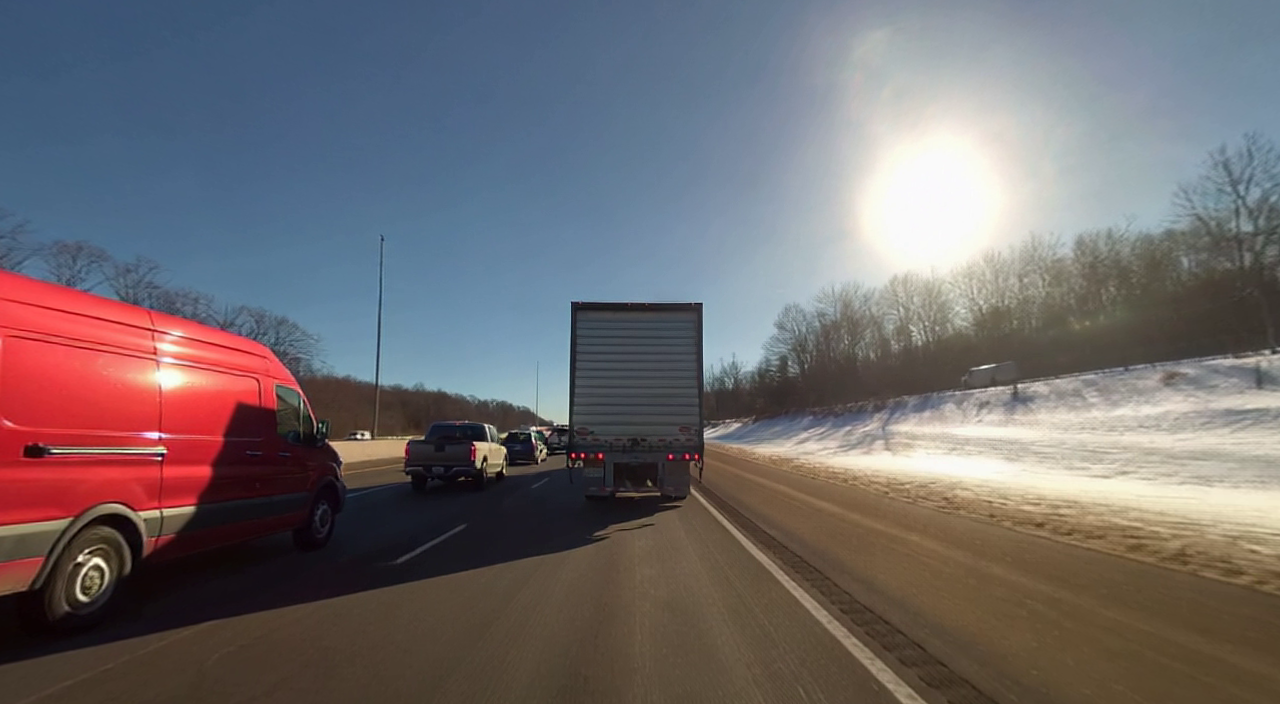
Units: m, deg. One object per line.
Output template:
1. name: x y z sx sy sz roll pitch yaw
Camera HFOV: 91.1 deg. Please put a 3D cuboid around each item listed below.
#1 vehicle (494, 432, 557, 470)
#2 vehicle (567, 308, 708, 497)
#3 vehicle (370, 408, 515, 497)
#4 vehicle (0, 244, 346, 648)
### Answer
1. vehicle: -4.897 4.281 27.512 1.931 1.539 4.441 0 -8 0
2. vehicle: -0.060 1.717 18.421 2.953 4.041 10.072 0 -8 0
3. vehicle: -4.926 2.586 16.590 2.168 1.985 4.952 0 -8 0
4. vehicle: -5.260 0.834 5.743 2.478 2.515 5.438 0 -8 0
